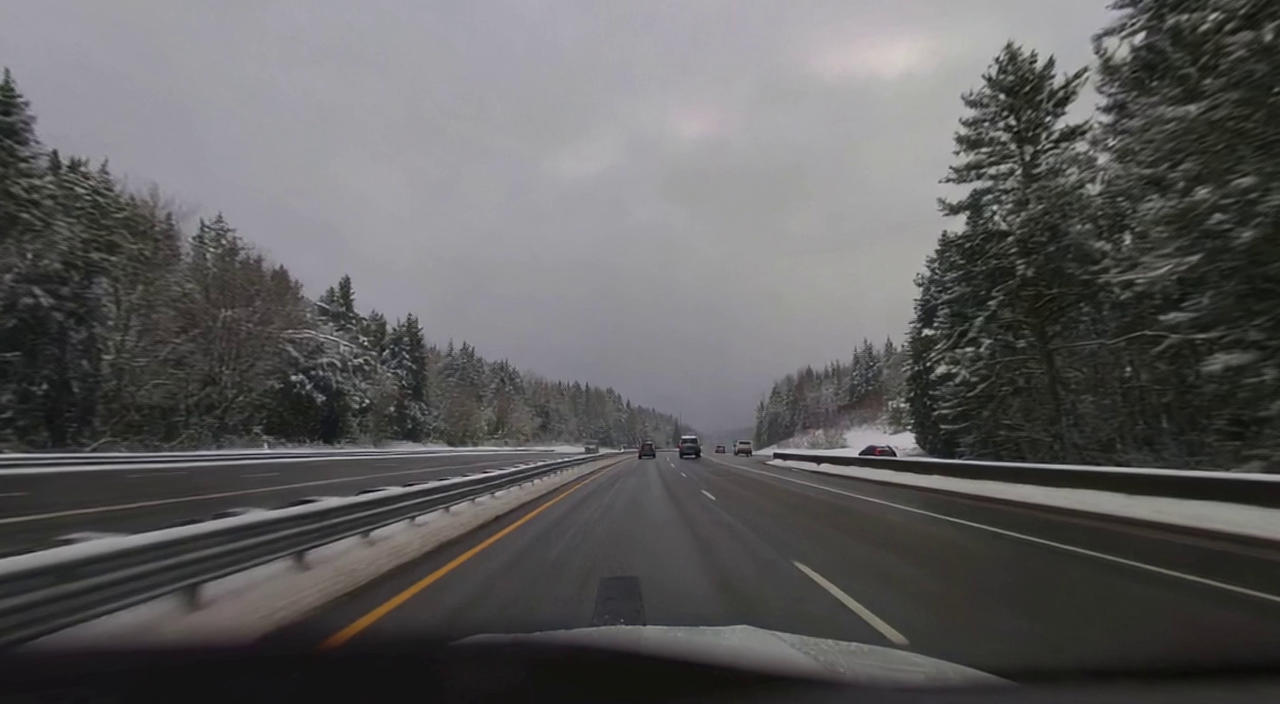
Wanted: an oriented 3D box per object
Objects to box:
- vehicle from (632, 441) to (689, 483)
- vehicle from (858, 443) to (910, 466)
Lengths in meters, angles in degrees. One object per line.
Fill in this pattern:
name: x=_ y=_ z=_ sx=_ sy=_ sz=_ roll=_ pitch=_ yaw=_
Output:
vehicle: x=0.750 y=4.329 z=25.048 sx=2.053 sy=1.483 sz=4.185 roll=0 pitch=-9 yaw=0
vehicle: x=16.726 y=7.046 z=43.345 sx=1.926 sy=1.483 sz=3.528 roll=0 pitch=-9 yaw=-4
